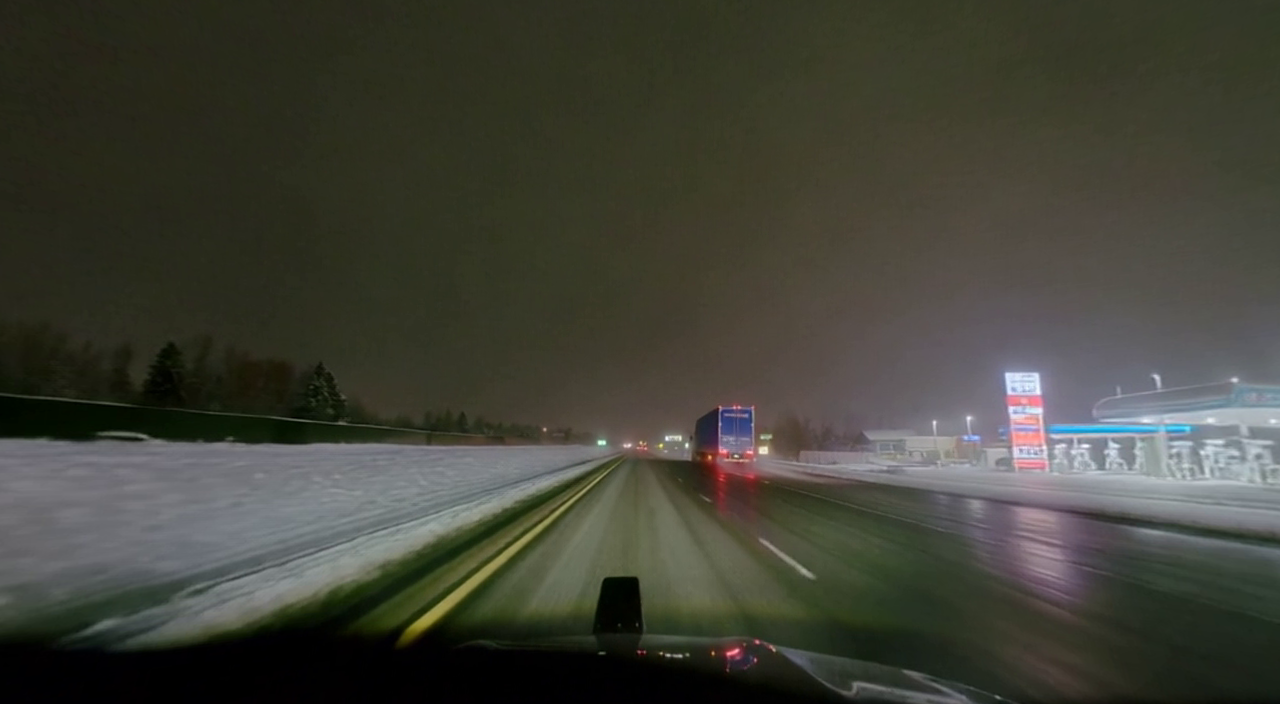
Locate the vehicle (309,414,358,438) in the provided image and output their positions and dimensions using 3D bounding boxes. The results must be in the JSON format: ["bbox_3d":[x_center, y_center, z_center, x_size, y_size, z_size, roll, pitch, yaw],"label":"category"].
[{"bbox_3d":[-20.665,5.035,42.655,1.600,1.445,3.580,0,-8,-2],"label":"vehicle"}]
